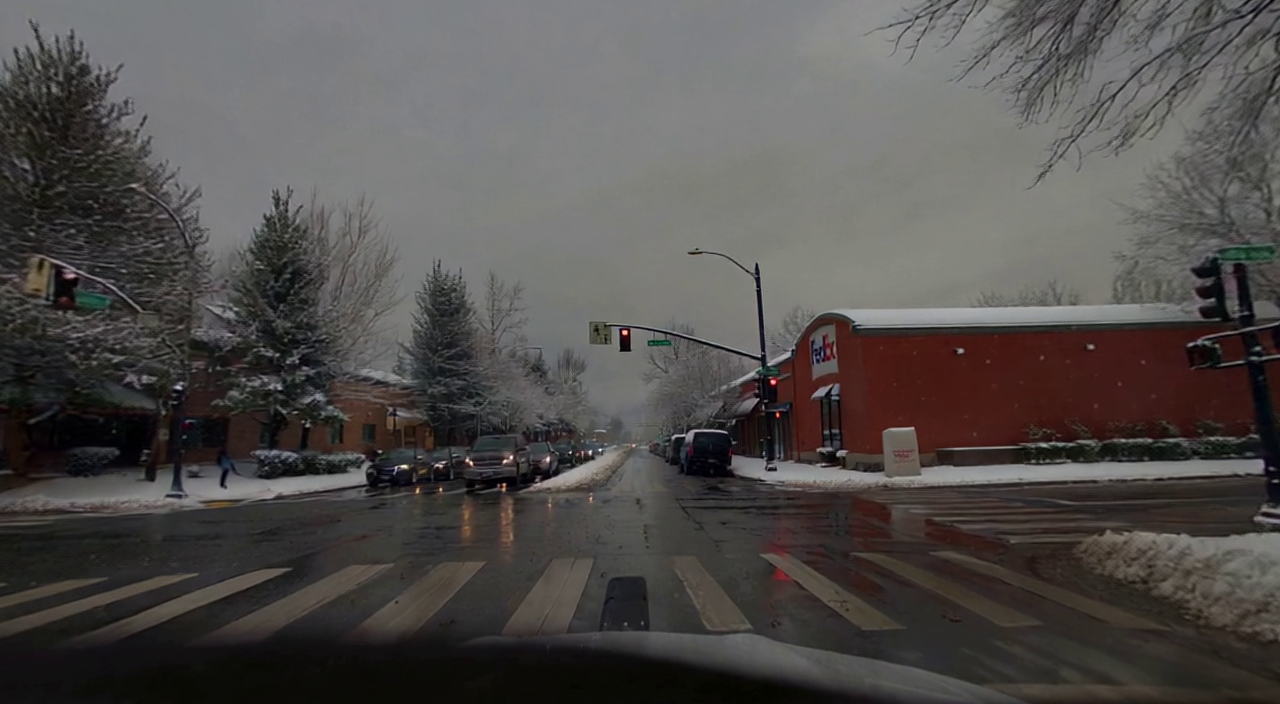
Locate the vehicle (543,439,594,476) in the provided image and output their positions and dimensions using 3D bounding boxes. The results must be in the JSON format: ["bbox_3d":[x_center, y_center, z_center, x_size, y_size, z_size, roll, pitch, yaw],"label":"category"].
[{"bbox_3d":[-3.284,4.933,29.693,2.033,1.596,4.142,0,-8,-2],"label":"vehicle"}]

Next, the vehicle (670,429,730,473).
[{"bbox_3d":[3.100,5.312,34.075,2.557,2.188,5.164,1,-8,-2],"label":"vehicle"}]

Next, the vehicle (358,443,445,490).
[{"bbox_3d":[-9.909,4.746,26.596,2.216,1.804,4.526,1,-8,-5],"label":"vehicle"}]

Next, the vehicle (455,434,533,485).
[{"bbox_3d":[-5.960,4.444,26.432,2.242,1.887,4.924,0,-8,-2],"label":"vehicle"}]
